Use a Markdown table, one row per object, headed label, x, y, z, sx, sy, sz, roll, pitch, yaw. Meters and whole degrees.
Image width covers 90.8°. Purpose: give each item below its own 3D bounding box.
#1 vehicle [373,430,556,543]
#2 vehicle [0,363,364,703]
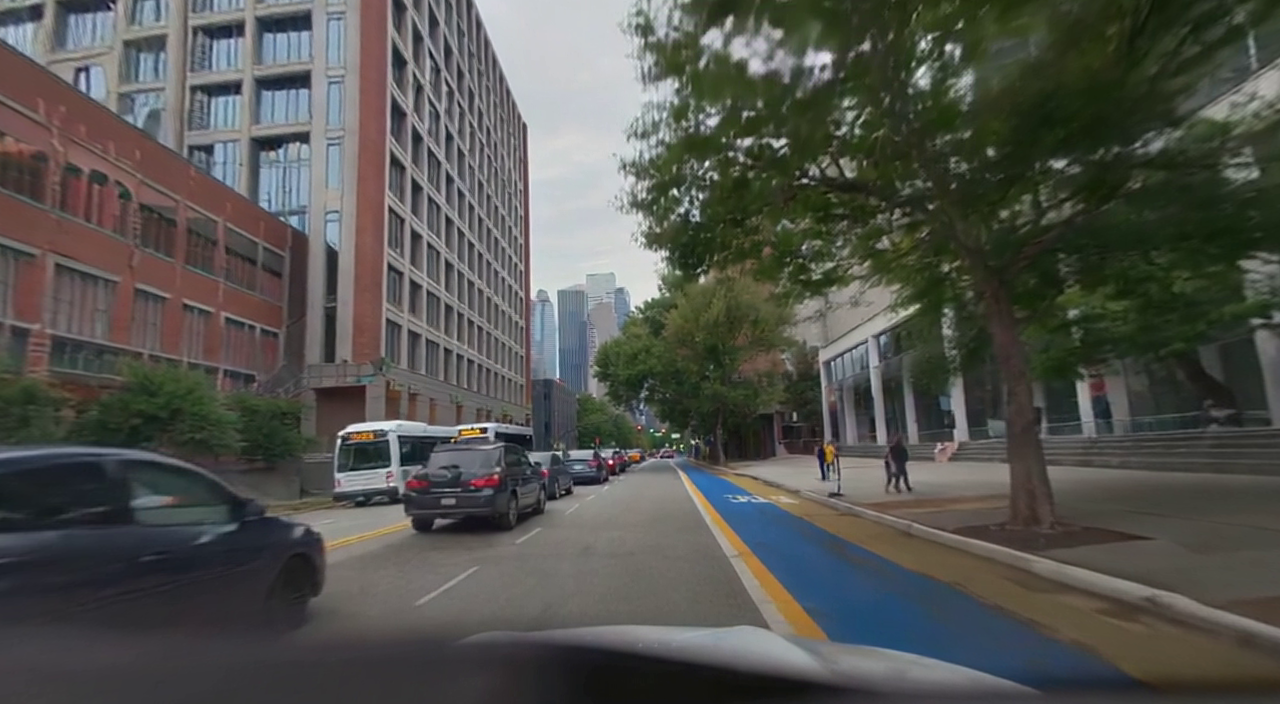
| label | x | y | z | sx | sy | sz | roll | pitch | yaw |
| --- | --- | --- | --- | --- | --- | --- | --- | --- | --- |
| vehicle | -3.215 | 2.571 | 12.769 | 2.225 | 1.848 | 4.472 | 0 | -9 | 3 |
| vehicle | -3.821 | 1.119 | 3.727 | 2.173 | 1.814 | 4.573 | 0 | -9 | 2 |
